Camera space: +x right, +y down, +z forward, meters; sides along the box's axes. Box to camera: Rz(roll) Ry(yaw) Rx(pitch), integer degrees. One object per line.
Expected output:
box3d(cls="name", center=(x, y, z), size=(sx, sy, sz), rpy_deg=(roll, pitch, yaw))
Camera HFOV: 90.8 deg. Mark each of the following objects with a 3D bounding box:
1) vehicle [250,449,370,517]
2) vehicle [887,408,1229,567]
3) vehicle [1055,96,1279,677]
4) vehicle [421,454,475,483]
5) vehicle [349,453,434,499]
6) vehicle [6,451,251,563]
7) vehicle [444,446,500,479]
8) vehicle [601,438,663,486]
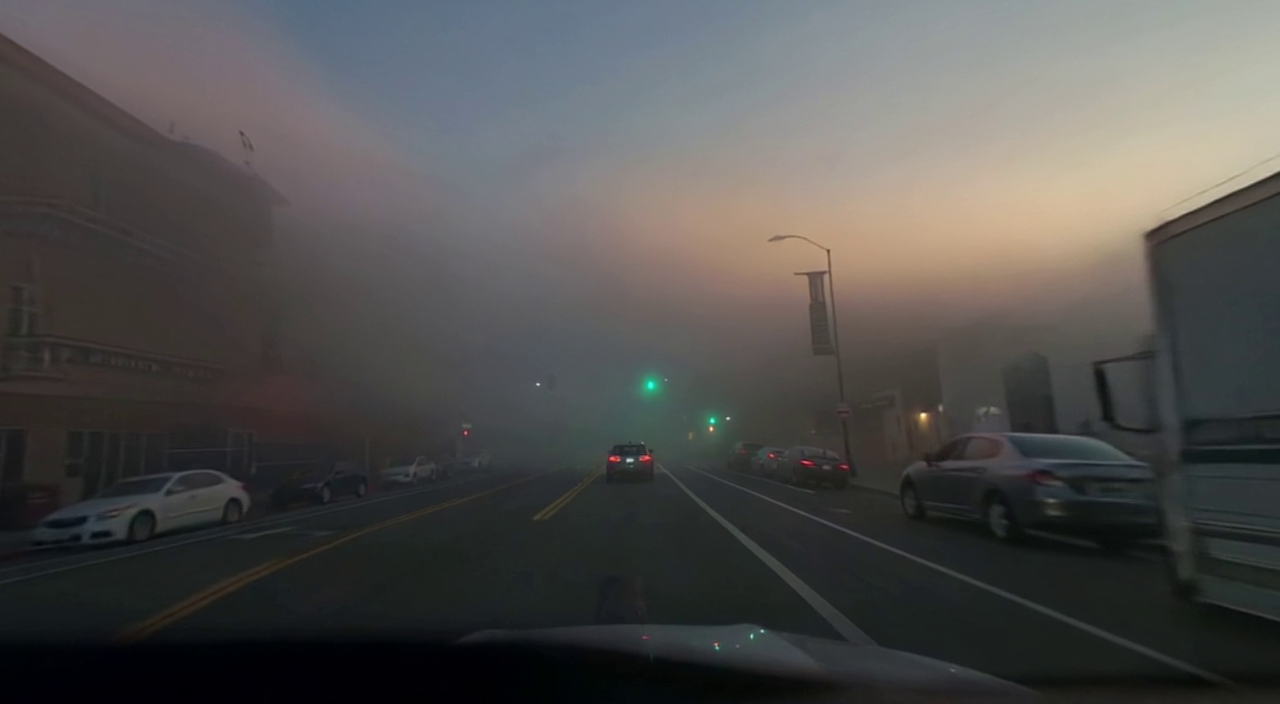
box3d(cls="vehicle", center=(-11.450, 4.499, 22.333), size=(1.872, 1.731, 4.656), rpy_deg=(-4, -6, -2))
box3d(cls="vehicle", center=(5.678, 1.883, 9.579), size=(1.950, 1.788, 4.658), rpy_deg=(0, -8, 0))
box3d(cls="vehicle", center=(5.422, -0.050, 2.142), size=(2.893, 3.553, 7.295), rpy_deg=(0, -8, 0))
box3d(cls="vehicle", center=(-11.224, 6.813, 37.254), size=(1.868, 1.502, 4.626), rpy_deg=(0, -8, -2))
box3d(cls="vehicle", center=(-11.232, 5.594, 28.929), size=(1.920, 1.498, 4.591), rpy_deg=(-5, -6, 1))
box3d(cls="vehicle", center=(-11.259, 3.339, 14.404), size=(2.055, 1.685, 4.370), rpy_deg=(-5, -5, -1))
box3d(cls="vehicle", center=(-11.420, 7.503, 43.475), size=(2.240, 2.052, 5.872), rpy_deg=(0, -8, 0))
box3d(cls="vehicle", center=(-0.305, 4.030, 23.539), size=(2.086, 1.575, 4.205), rpy_deg=(0, -8, -1))
